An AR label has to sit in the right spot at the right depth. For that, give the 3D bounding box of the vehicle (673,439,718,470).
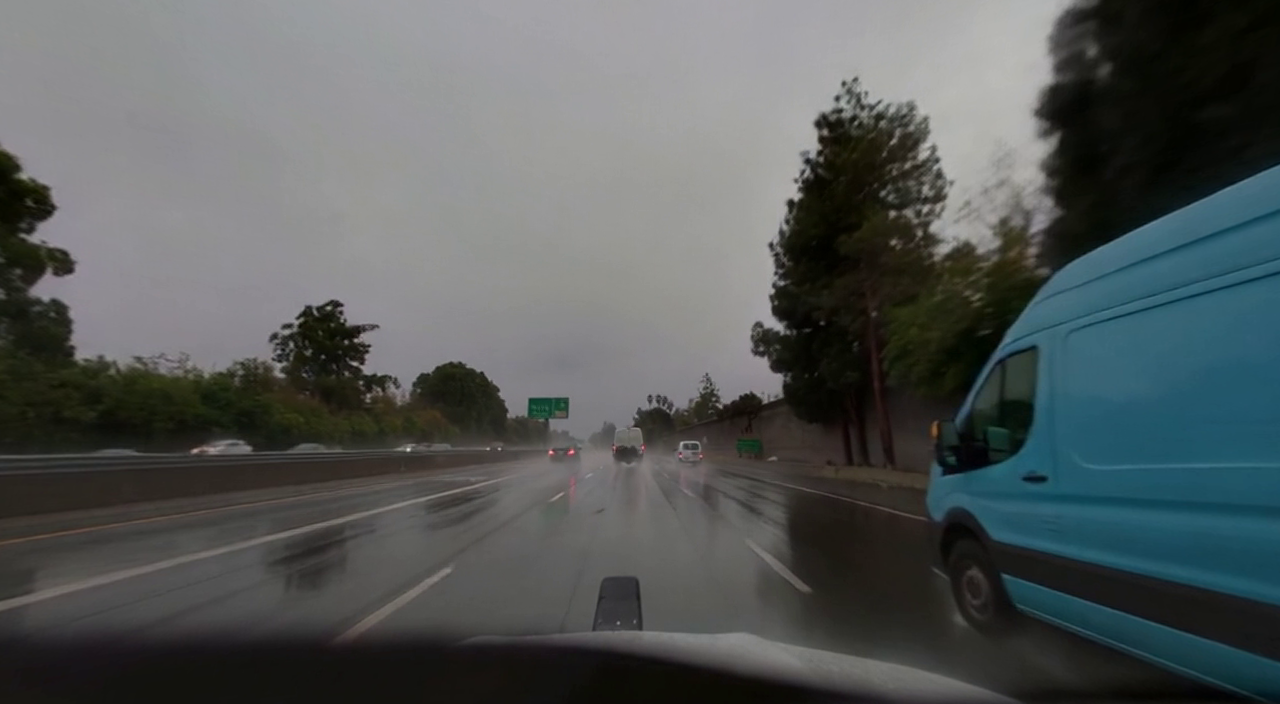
[{"bbox_3d":[3.303,6.173,38.305,2.160,1.759,4.214,0,-9,-2],"label":"vehicle"}]

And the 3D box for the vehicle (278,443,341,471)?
[{"bbox_3d":[-17.821,5.652,34.210,1.614,1.437,3.291,0,-9,-1],"label":"vehicle"}]

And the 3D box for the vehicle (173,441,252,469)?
[{"bbox_3d":[-29.501,7.134,43.801,2.111,1.796,4.935,0,-9,-2],"label":"vehicle"}]

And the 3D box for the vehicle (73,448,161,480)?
[{"bbox_3d":[-25.017,5.325,30.350,1.448,1.423,3.208,0,-9,0],"label":"vehicle"}]

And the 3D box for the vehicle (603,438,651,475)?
[{"bbox_3d":[-0.651,5.379,32.762,2.297,1.783,4.355,0,-9,-1],"label":"vehicle"}]

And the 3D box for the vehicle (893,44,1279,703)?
[{"bbox_3d":[3.558,0.255,1.999,2.631,2.709,6.496,0,-9,-1],"label":"vehicle"}]

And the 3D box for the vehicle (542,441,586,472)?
[{"bbox_3d":[-4.328,6.016,36.569,2.023,1.709,4.263,0,-9,0],"label":"vehicle"}]

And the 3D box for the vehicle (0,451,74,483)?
[{"bbox_3d":[-29.013,5.401,29.863,1.463,1.405,3.249,0,-9,-1],"label":"vehicle"}]
